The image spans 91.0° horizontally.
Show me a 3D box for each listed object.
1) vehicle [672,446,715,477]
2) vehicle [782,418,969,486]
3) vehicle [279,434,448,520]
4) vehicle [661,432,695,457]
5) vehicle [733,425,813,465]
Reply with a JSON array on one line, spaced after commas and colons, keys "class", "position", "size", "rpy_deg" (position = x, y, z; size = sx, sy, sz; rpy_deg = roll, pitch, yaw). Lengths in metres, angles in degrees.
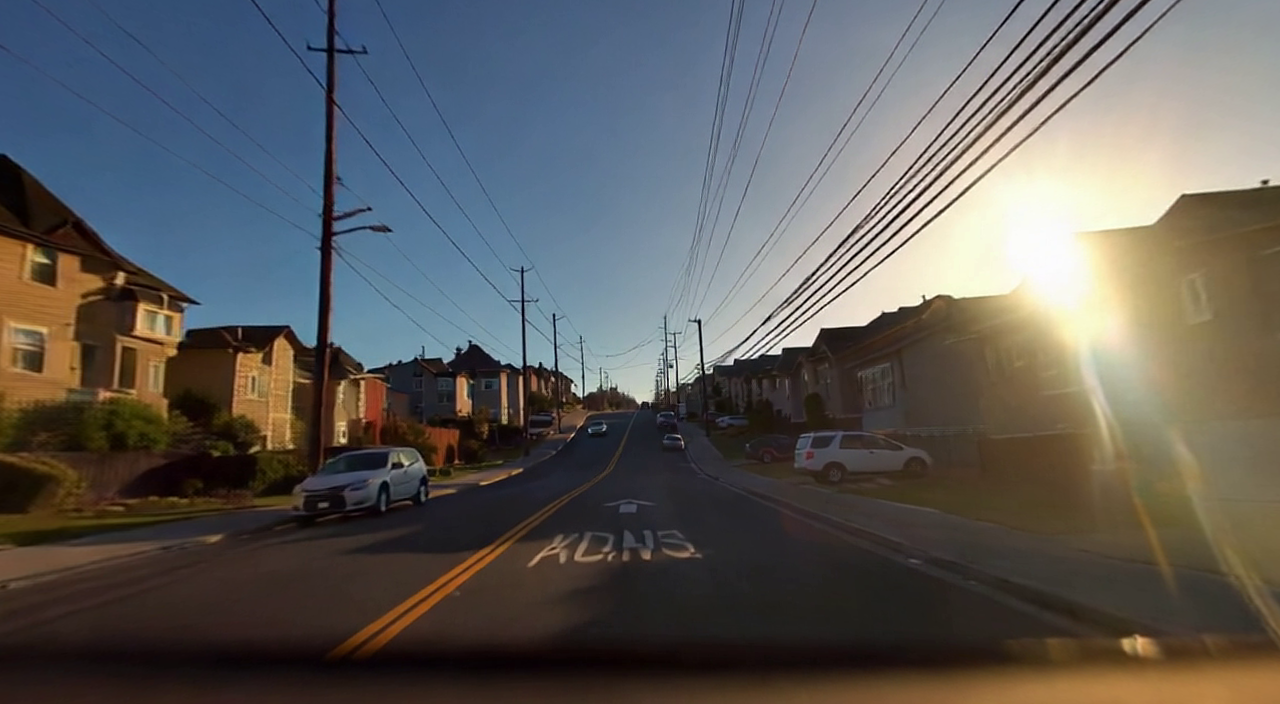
[{"class": "vehicle", "position": [2.835, 5.876, 34.045], "size": [2.063, 1.503, 4.415], "rpy_deg": [0, -8, 2]}, {"class": "vehicle", "position": [7.960, 3.441, 21.759], "size": [5.512, 1.846, 2.115], "rpy_deg": [-4, -8, 1]}, {"class": "vehicle", "position": [-6.703, 3.193, 15.952], "size": [2.156, 1.764, 4.410], "rpy_deg": [-2, -12, 1]}, {"class": "vehicle", "position": [2.893, 7.209, 48.989], "size": [2.211, 1.860, 4.813], "rpy_deg": [0, -8, -1]}, {"class": "vehicle", "position": [8.013, 5.646, 38.264], "size": [4.286, 2.044, 1.913], "rpy_deg": [-5, -8, -1]}]
